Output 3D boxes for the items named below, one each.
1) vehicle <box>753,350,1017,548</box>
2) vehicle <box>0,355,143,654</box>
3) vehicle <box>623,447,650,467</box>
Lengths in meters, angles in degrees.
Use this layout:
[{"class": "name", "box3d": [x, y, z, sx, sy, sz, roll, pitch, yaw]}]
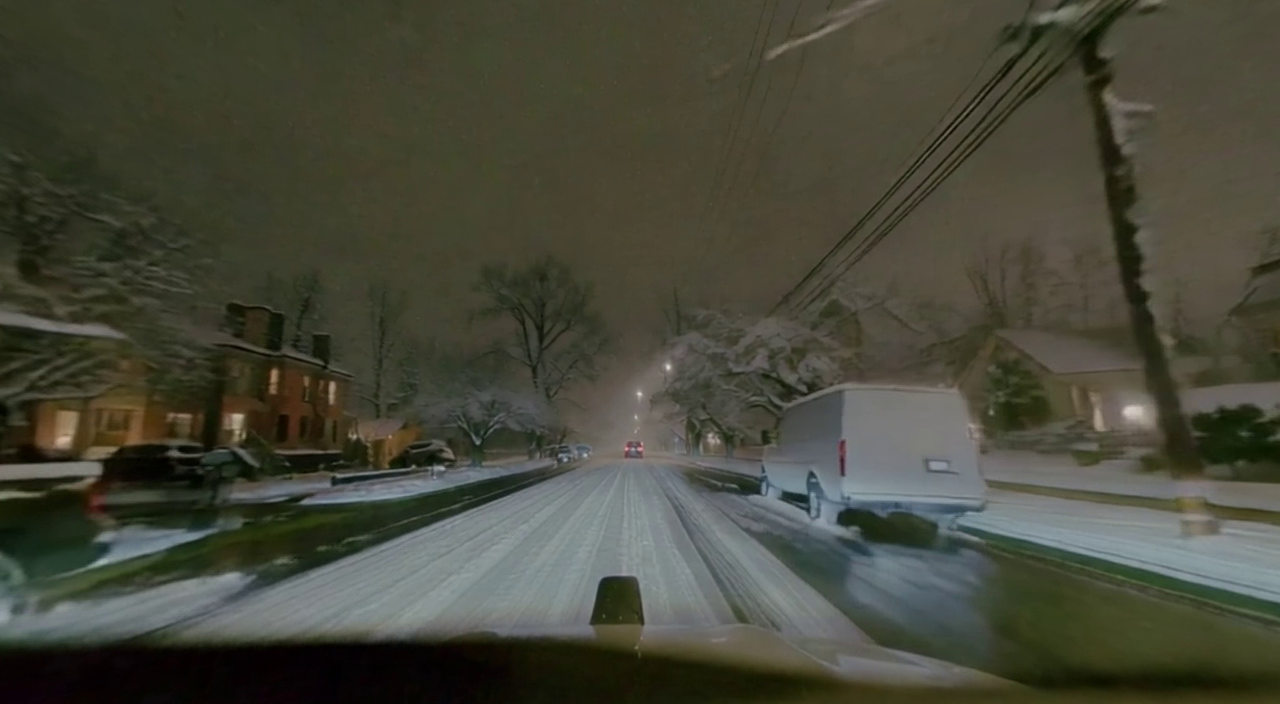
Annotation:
[{"class": "vehicle", "box3d": [4.005, 1.814, 11.973, 2.384, 2.791, 5.899, 0, -9, -2]}, {"class": "vehicle", "box3d": [-5.772, 0.928, 2.789, 2.284, 2.119, 5.984, -3, -7, 1]}, {"class": "vehicle", "box3d": [-0.283, 8.209, 49.619, 2.062, 1.509, 4.305, 0, -9, -1]}]
